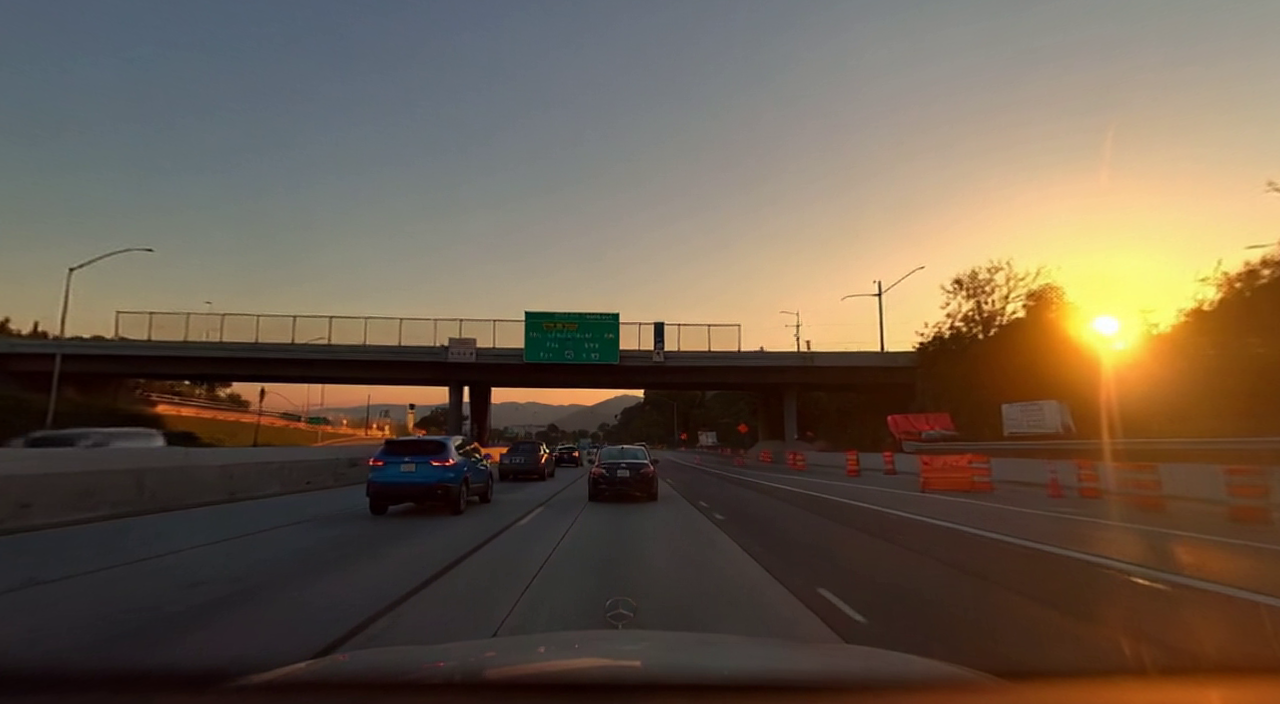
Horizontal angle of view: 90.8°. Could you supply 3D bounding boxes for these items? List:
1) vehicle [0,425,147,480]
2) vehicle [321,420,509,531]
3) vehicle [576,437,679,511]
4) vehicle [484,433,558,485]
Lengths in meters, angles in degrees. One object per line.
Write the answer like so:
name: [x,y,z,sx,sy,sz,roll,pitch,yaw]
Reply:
vehicle: [-17.602,3.028,19.114,1.857,1.458,4.406,0,-9,-1]
vehicle: [-3.924,2.224,11.925,2.025,1.708,4.089,0,-9,0]
vehicle: [-0.315,2.763,14.795,2.069,1.484,3.982,0,-9,-2]
vehicle: [-4.269,3.901,23.267,1.982,1.727,4.057,0,-9,-1]
